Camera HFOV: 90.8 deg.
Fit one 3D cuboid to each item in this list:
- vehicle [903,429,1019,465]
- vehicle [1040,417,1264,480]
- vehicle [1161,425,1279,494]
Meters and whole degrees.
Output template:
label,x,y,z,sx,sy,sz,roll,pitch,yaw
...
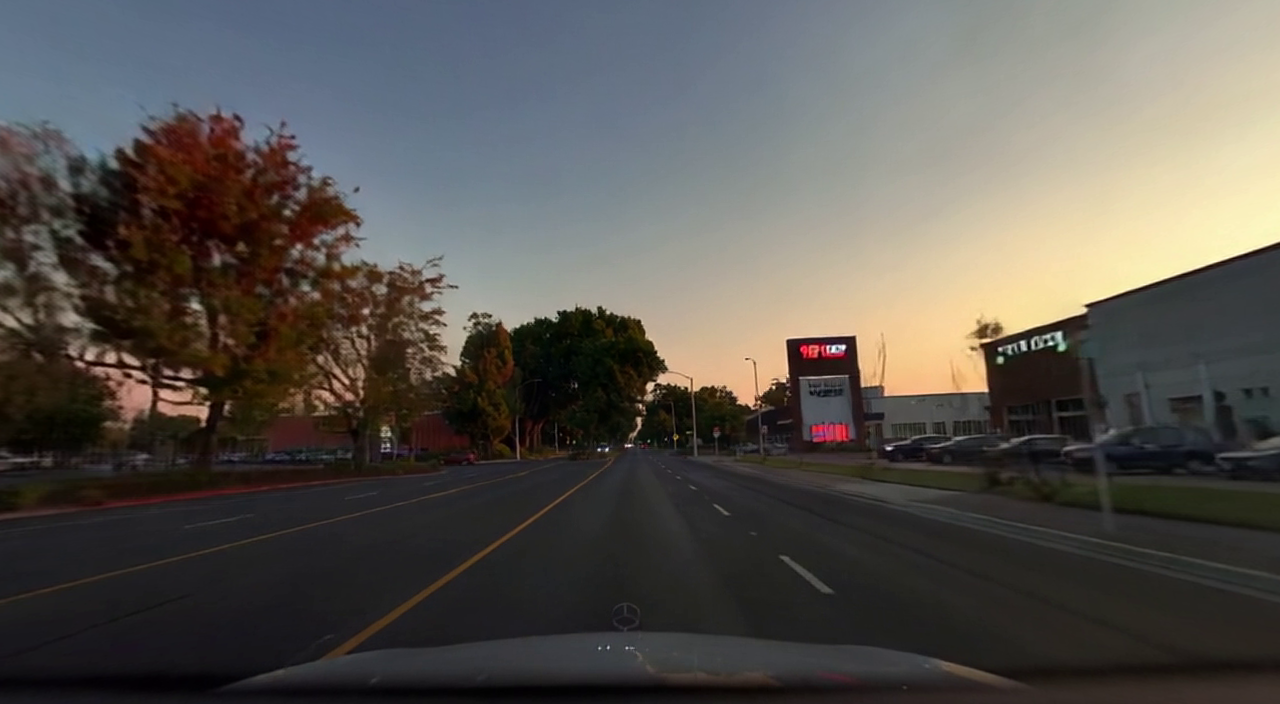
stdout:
label,x,y,z,sx,sy,sz,roll,pitch,yaw
vehicle,16.060,4.773,31.823,4.656,1.748,2.059,0,-8,1
vehicle,15.863,3.030,19.881,4.894,1.824,2.309,-1,-8,3
vehicle,15.971,2.588,15.358,4.544,1.541,2.292,0,-8,1
